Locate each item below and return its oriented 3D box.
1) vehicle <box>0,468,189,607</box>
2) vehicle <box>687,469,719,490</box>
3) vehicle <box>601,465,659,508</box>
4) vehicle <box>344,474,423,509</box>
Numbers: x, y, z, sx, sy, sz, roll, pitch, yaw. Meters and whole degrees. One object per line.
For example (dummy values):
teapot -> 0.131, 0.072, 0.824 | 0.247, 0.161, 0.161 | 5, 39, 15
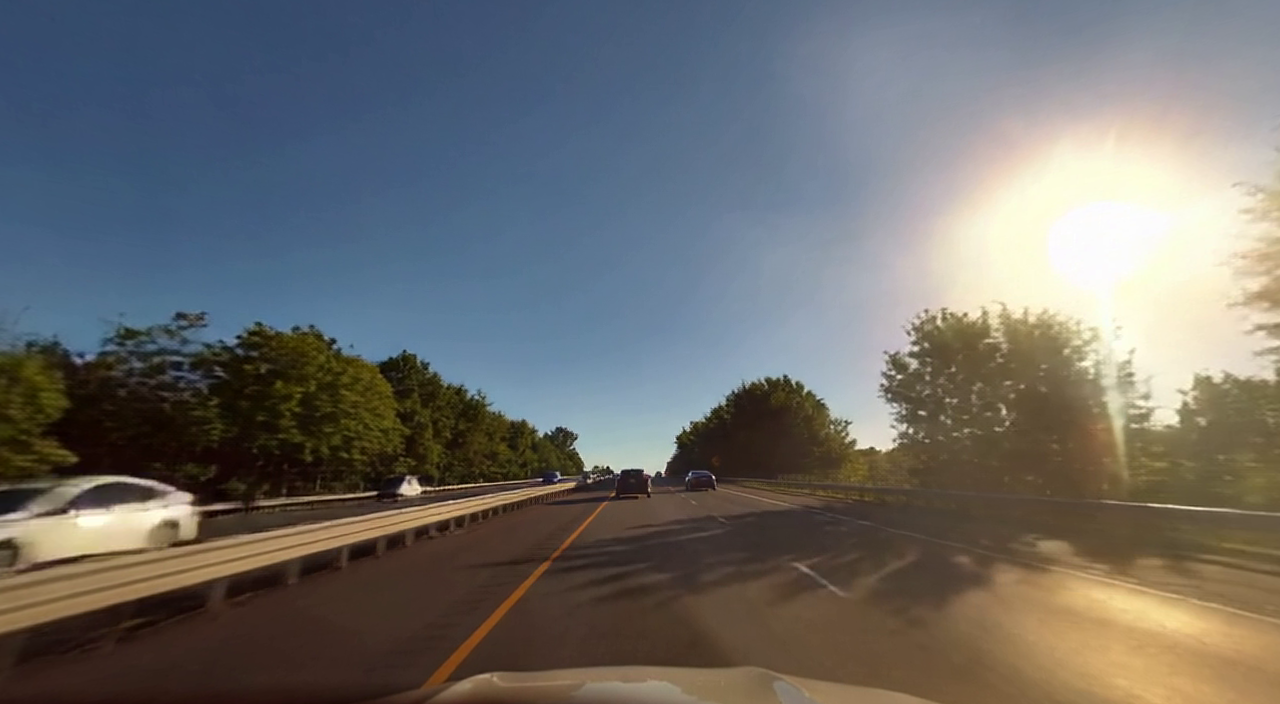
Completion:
vehicle -> -7.820, 2.179, 7.726 | 1.780, 1.447, 3.670 | 1, -10, 0
vehicle -> 4.743, 9.694, 47.965 | 1.974, 1.476, 4.119 | 1, -10, -1
vehicle -> -0.375, 5.120, 24.205 | 2.060, 1.473, 3.726 | 1, -10, -1
vehicle -> -12.167, 6.630, 30.200 | 1.909, 1.445, 4.225 | 0, -10, 2
